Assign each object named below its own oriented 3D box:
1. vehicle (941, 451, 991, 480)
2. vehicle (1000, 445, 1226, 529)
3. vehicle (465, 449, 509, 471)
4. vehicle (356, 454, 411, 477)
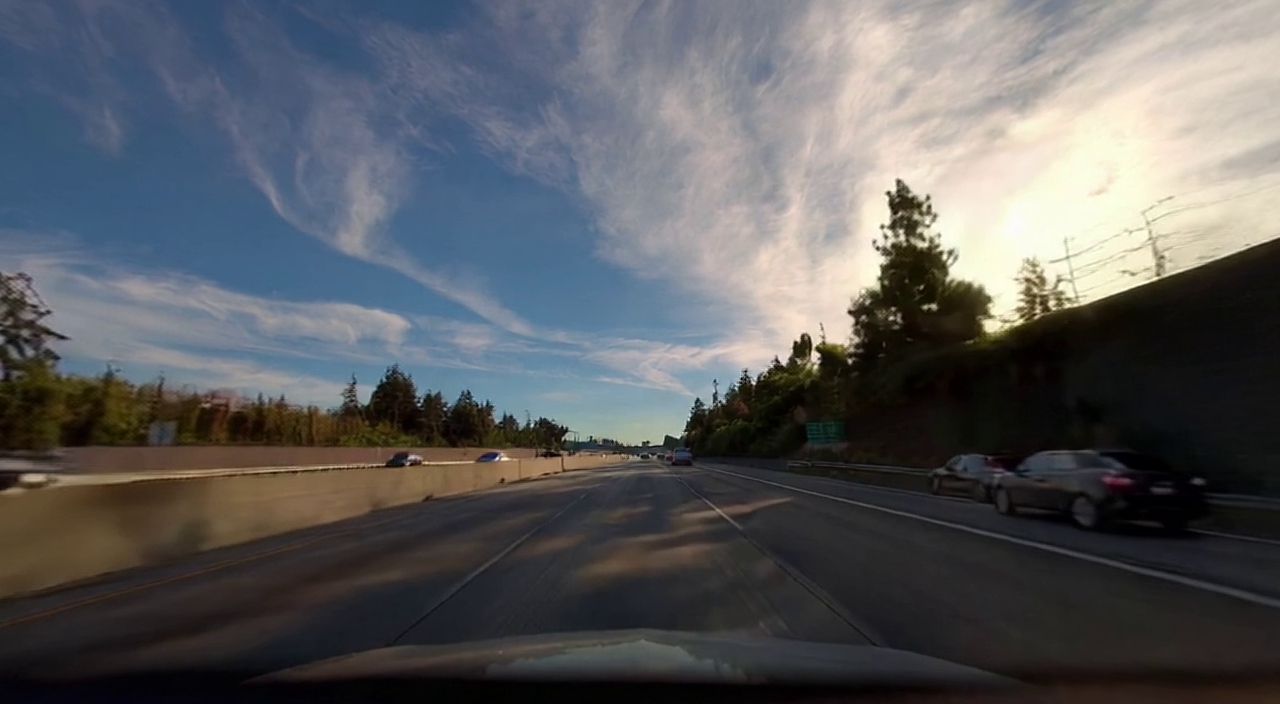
[{"bbox_3d":[18.844,6.500,36.307,2.008,1.534,3.912,-6,-11,33],"label":"vehicle"},{"bbox_3d":[9.802,2.783,13.628,1.842,1.475,4.479,-1,-9,8],"label":"vehicle"},{"bbox_3d":[-12.033,8.533,49.935,2.015,1.589,5.138,0,-9,2],"label":"vehicle"},{"bbox_3d":[-18.302,8.084,45.218,1.960,1.529,4.452,0,-9,1],"label":"vehicle"}]
